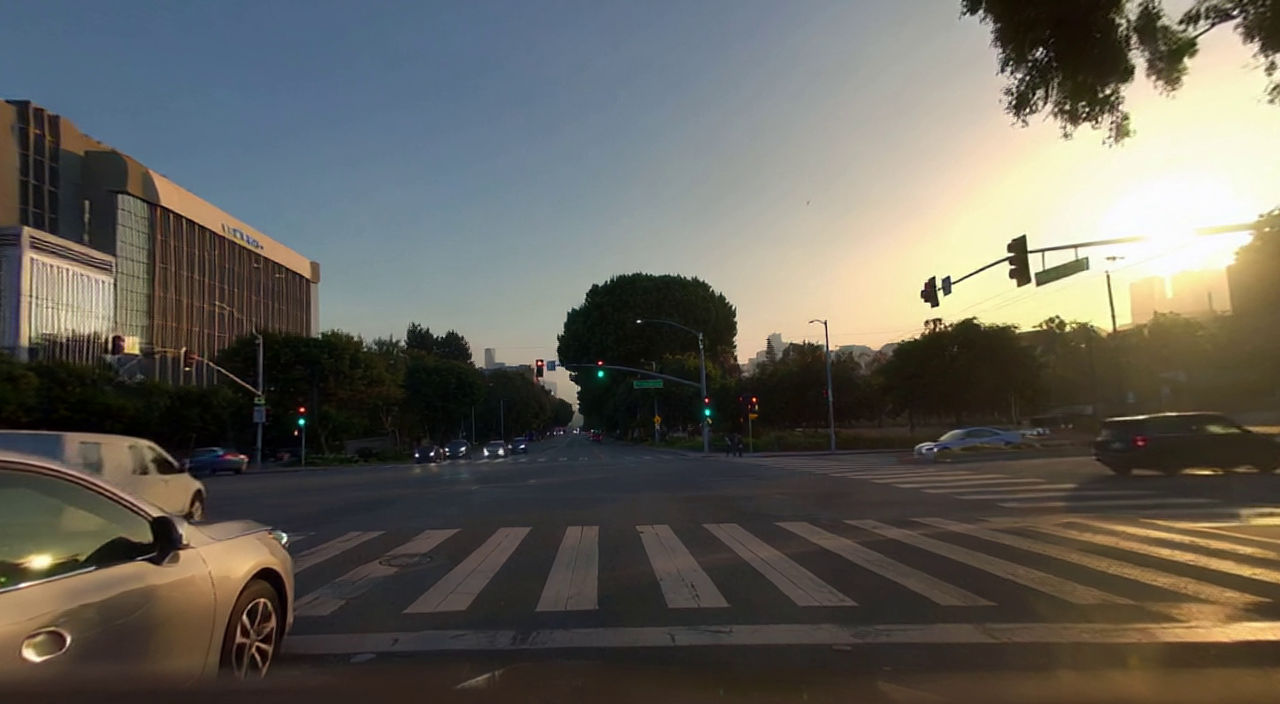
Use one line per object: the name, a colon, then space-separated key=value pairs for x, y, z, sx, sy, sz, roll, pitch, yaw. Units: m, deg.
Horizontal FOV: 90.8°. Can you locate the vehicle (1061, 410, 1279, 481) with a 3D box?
vehicle: x=15.281 y=2.682 z=18.139 sx=4.778 sy=1.871 sz=2.109 roll=-1 pitch=-8 yaw=3

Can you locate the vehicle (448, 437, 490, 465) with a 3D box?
vehicle: x=-12.825 y=7.412 z=47.567 sx=2.051 sy=1.715 sz=4.346 roll=-2 pitch=-6 yaw=-2

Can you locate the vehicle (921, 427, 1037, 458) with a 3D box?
vehicle: x=16.925 y=4.541 z=31.688 sx=4.660 sy=1.495 sz=2.007 roll=0 pitch=-8 yaw=-2

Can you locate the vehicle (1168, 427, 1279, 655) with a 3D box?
vehicle: x=4.937 y=0.989 z=2.559 sx=1.949 sy=1.449 sz=4.530 roll=-1 pitch=-8 yaw=5

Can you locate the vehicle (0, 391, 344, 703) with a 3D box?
vehicle: x=-3.063 y=0.891 z=2.152 sx=1.919 sy=1.478 sz=4.720 roll=0 pitch=-8 yaw=-1
